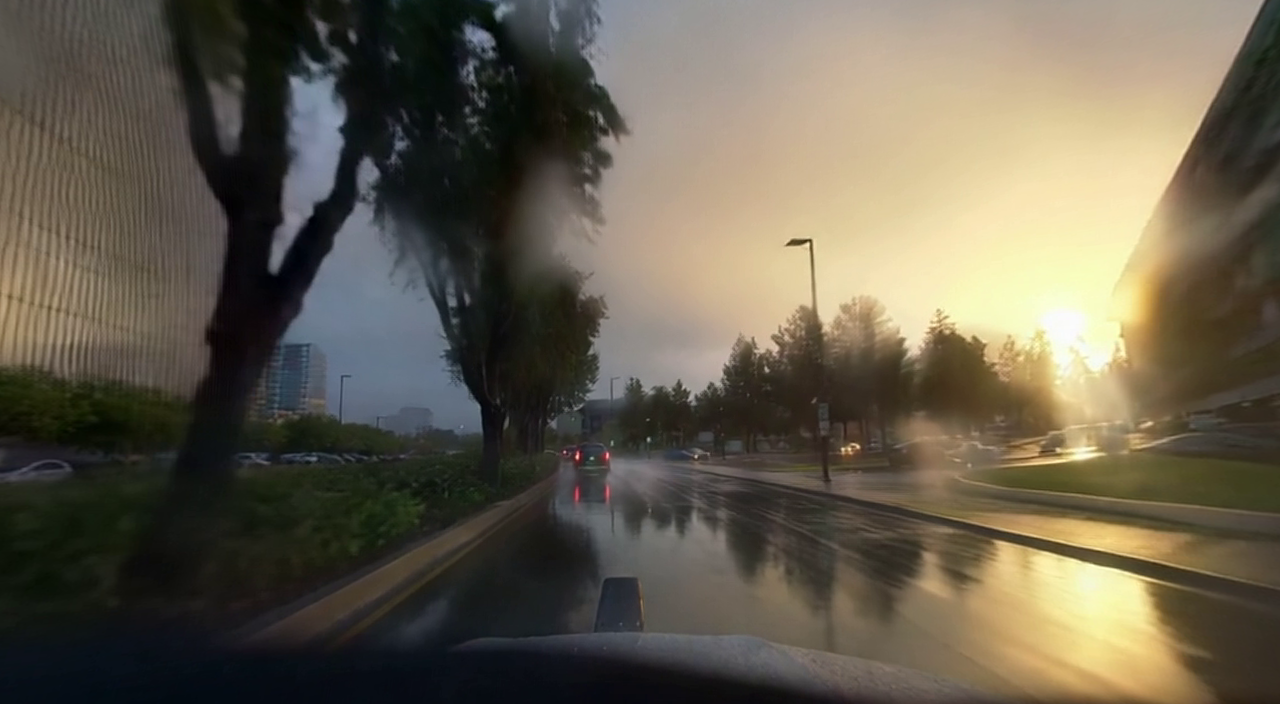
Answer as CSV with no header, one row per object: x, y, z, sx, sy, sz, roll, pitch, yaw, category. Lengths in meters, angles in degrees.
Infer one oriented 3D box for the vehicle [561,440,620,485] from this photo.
-2.021,4.493,25.853,2.183,1.675,4.319,1,-9,-4,vehicle
